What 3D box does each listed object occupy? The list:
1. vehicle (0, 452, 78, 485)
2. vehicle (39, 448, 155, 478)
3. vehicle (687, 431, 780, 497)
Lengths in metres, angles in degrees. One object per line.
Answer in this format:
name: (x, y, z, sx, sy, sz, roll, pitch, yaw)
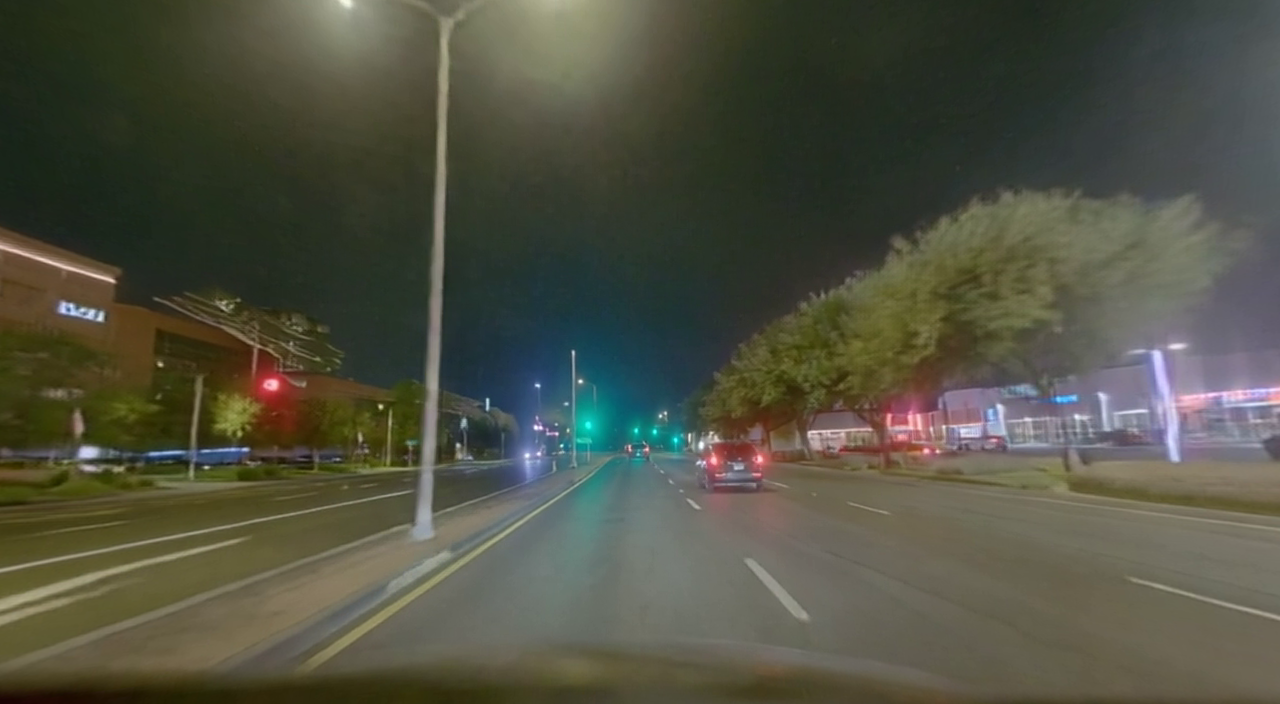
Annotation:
vehicle: (-29.948, 5.503, 29.903, 4.834, 1.438, 2.023, -1, -8, 4)
vehicle: (-30.066, 6.160, 35.090, 4.656, 1.508, 1.953, -1, -9, 1)
vehicle: (2.595, 3.234, 18.575, 1.963, 1.677, 4.229, 0, -8, -2)
